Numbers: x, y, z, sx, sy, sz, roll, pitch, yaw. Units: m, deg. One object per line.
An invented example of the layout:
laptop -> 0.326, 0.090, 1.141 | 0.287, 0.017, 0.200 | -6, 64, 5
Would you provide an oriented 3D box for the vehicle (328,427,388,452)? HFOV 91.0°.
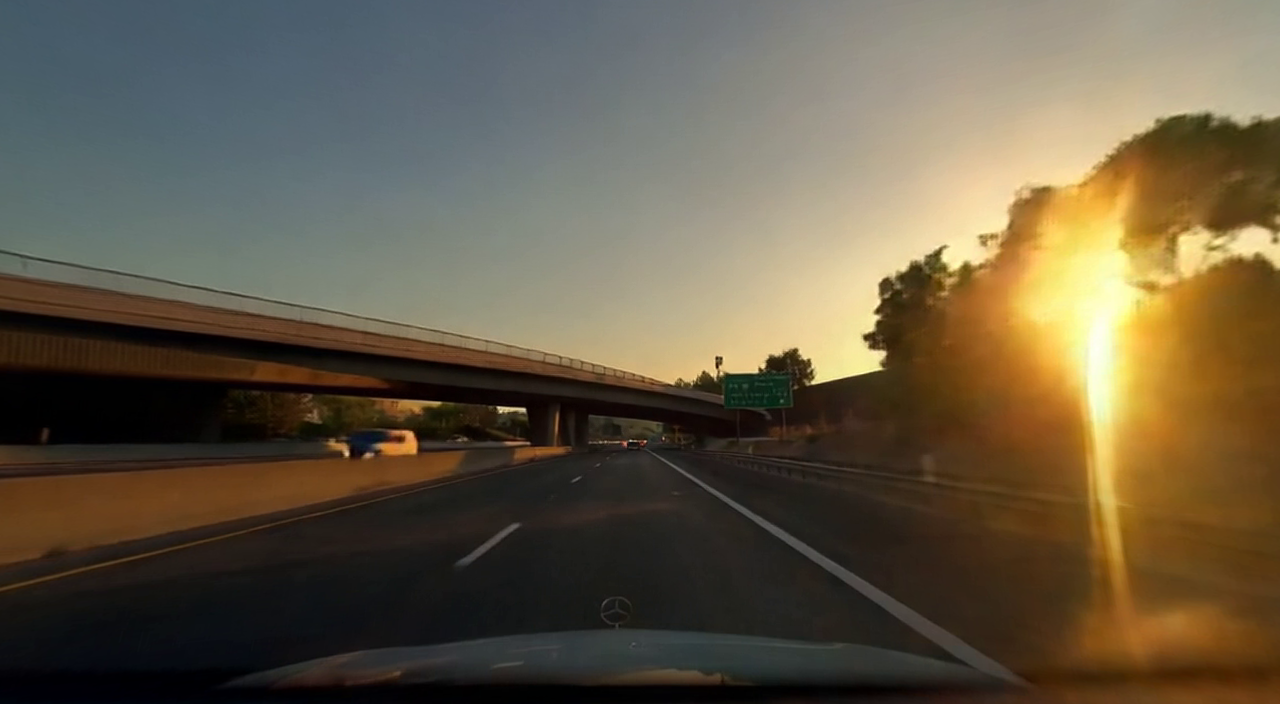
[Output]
vehicle -> -17.316, 5.418, 38.828 | 1.821, 1.413, 4.027 | -1, -8, 1
